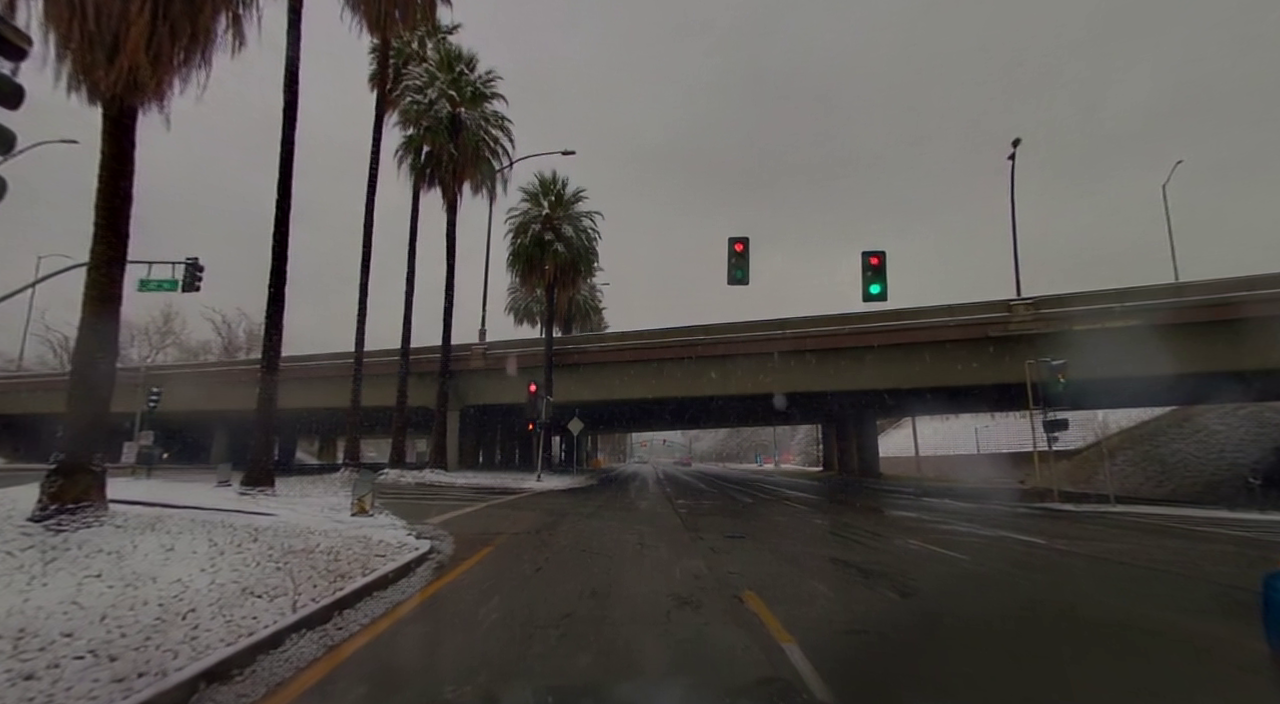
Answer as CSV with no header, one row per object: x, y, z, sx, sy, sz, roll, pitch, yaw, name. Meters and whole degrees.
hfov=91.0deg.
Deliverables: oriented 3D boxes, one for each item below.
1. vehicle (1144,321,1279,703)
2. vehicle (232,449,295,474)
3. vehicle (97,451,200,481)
3.442,0.497,0.559,2.028,1.770,4.737,0,-9,0,vehicle
-26.266,7.617,44.066,1.941,1.631,4.017,0,-9,0,vehicle
-26.586,6.164,34.282,1.830,1.443,4.551,0,-9,2,vehicle
